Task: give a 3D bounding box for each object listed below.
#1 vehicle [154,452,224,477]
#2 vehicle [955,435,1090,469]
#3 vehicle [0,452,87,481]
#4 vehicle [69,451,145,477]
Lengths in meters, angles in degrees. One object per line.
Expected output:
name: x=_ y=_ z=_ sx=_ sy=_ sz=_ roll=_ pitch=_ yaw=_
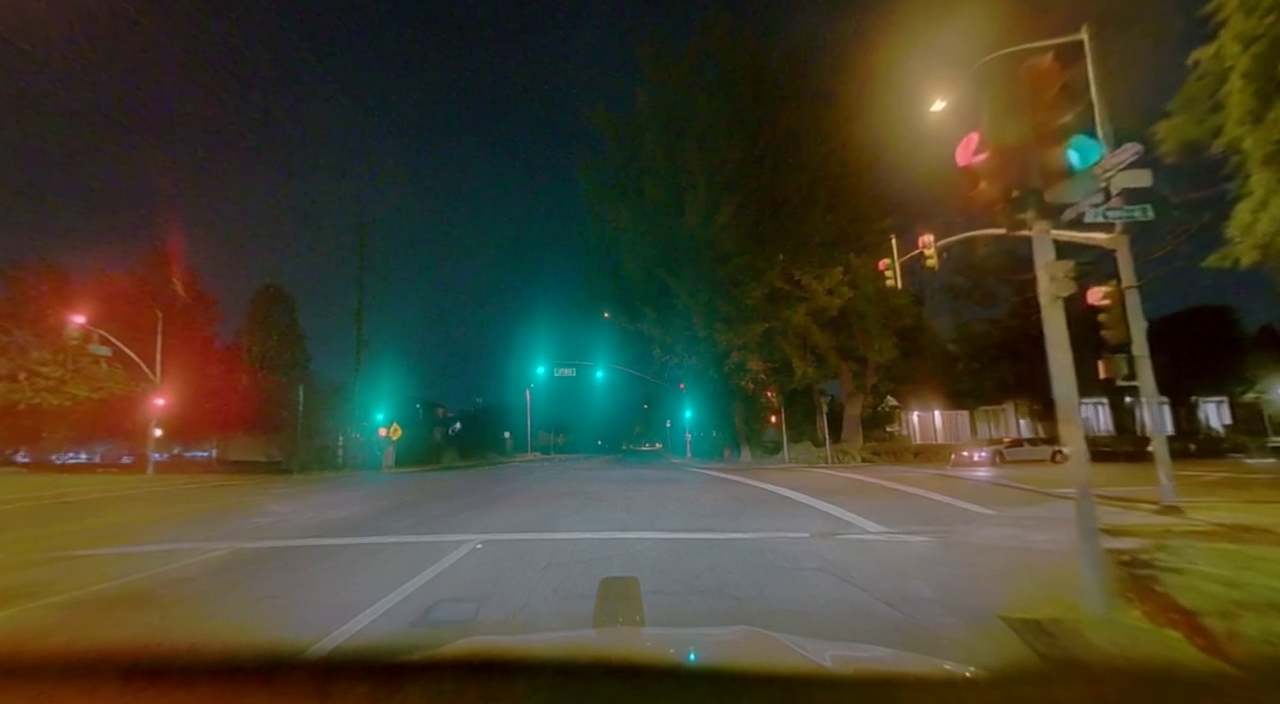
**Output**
vehicle: x=-27.815 y=6.910 z=39.111 sx=1.665 sy=1.386 sz=4.012 roll=1 pitch=-9 yaw=-7
vehicle: x=16.850 y=4.417 z=28.051 sx=4.720 sy=1.410 sz=1.784 roll=-1 pitch=-9 yaw=9
vehicle: x=-34.896 y=6.665 z=37.068 sx=2.000 sy=1.582 sz=4.063 roll=3 pitch=-9 yaw=-17
vehicle: x=-32.172 y=6.742 z=38.283 sx=1.816 sy=1.423 sz=4.126 roll=2 pitch=-9 yaw=-15
